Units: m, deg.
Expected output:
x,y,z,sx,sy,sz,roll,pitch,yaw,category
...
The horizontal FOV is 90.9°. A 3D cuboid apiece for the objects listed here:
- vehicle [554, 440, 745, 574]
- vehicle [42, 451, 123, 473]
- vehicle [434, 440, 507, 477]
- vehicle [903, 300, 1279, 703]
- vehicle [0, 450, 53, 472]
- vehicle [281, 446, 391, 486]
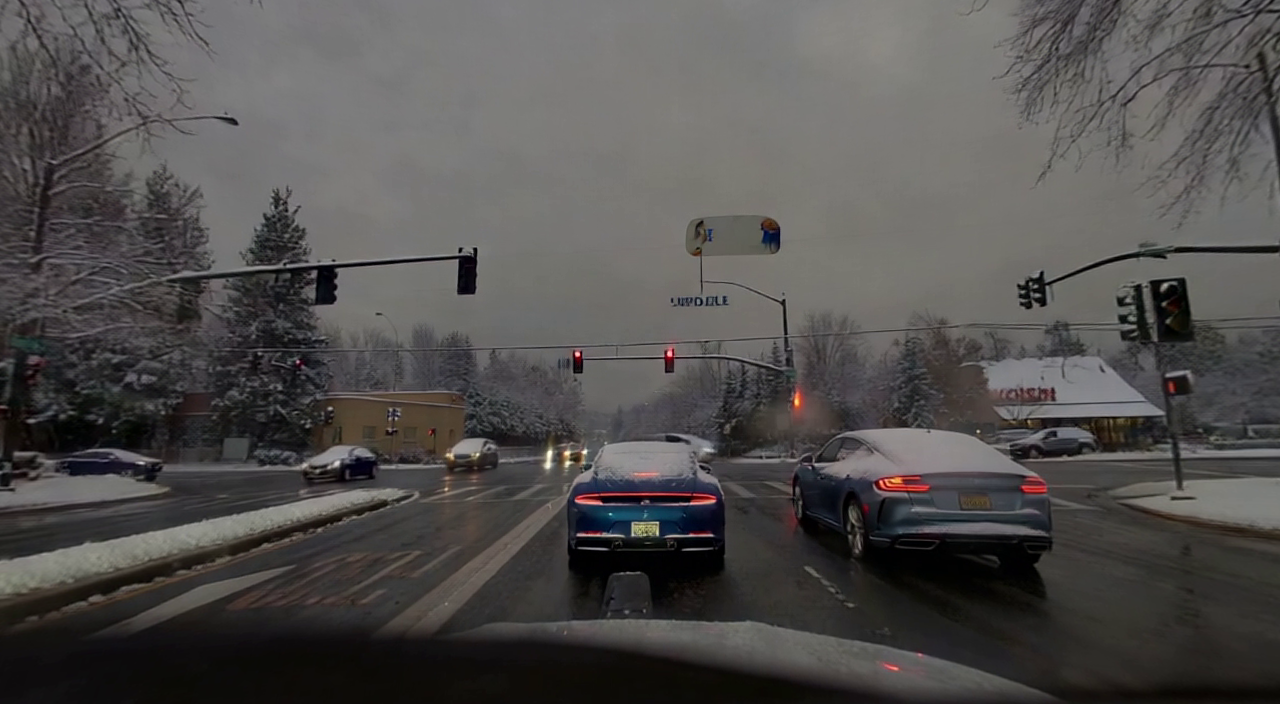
x,y,z,sx,sy,sz,roll,pitch,yaw,category
0.118,1.868,8.391,1.945,1.343,3.827,0,-8,1,vehicle
-41.298,8.152,46.780,4.195,1.533,1.752,0,-8,-3,vehicle
-8.139,5.139,30.798,2.091,1.651,4.870,-1,-8,2,vehicle
3.108,0.799,2.525,2.143,1.759,4.531,0,-8,0,vehicle
-46.268,7.958,46.138,4.545,1.558,1.833,0,-8,-3,vehicle
-11.894,4.456,25.047,2.053,1.436,4.494,0,-8,1,vehicle
